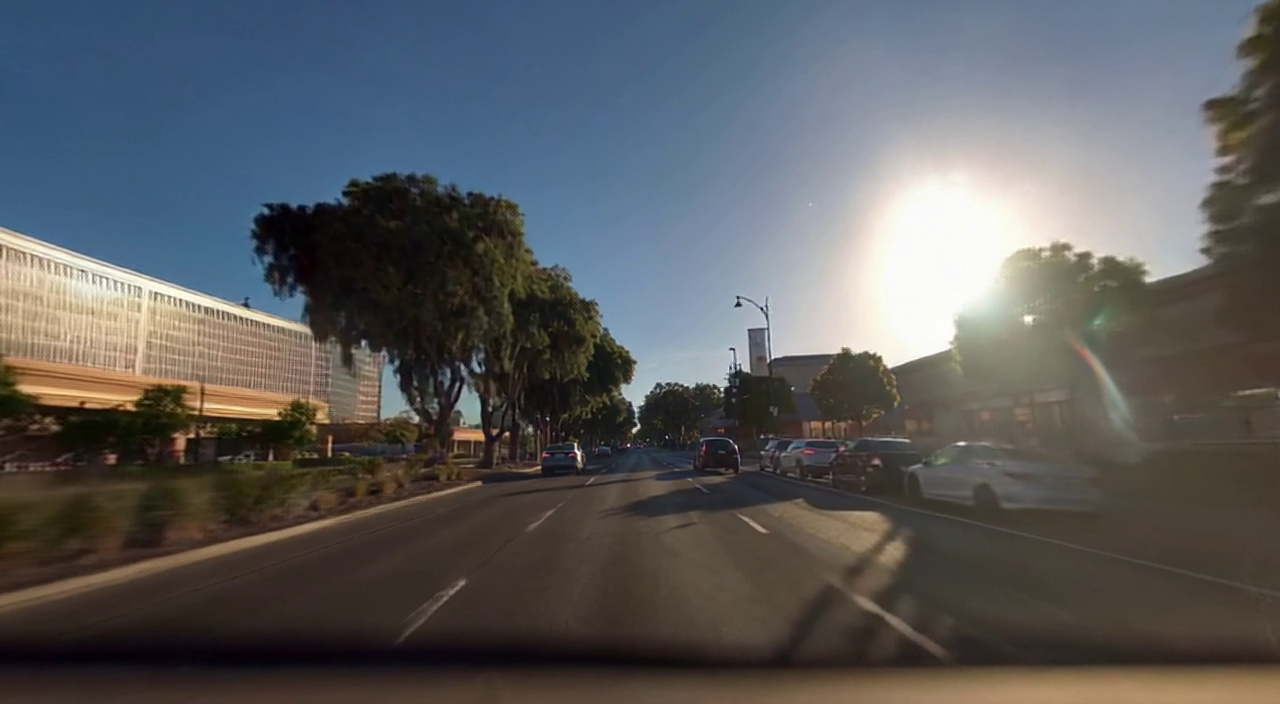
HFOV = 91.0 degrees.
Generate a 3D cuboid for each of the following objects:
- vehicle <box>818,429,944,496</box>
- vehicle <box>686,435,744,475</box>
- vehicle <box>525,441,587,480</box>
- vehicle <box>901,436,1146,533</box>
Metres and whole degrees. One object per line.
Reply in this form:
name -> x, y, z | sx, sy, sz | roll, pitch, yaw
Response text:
vehicle -> 6.992, 3.246, 18.849 | 2.039, 1.749, 4.193 | 0, -8, -1
vehicle -> 3.441, 4.843, 29.821 | 2.083, 1.743, 4.354 | 0, -8, -2
vehicle -> -3.380, 4.428, 26.107 | 2.005, 1.477, 4.169 | 0, -8, 0
vehicle -> 6.916, 2.401, 12.132 | 1.876, 1.478, 4.670 | 0, -8, 1
